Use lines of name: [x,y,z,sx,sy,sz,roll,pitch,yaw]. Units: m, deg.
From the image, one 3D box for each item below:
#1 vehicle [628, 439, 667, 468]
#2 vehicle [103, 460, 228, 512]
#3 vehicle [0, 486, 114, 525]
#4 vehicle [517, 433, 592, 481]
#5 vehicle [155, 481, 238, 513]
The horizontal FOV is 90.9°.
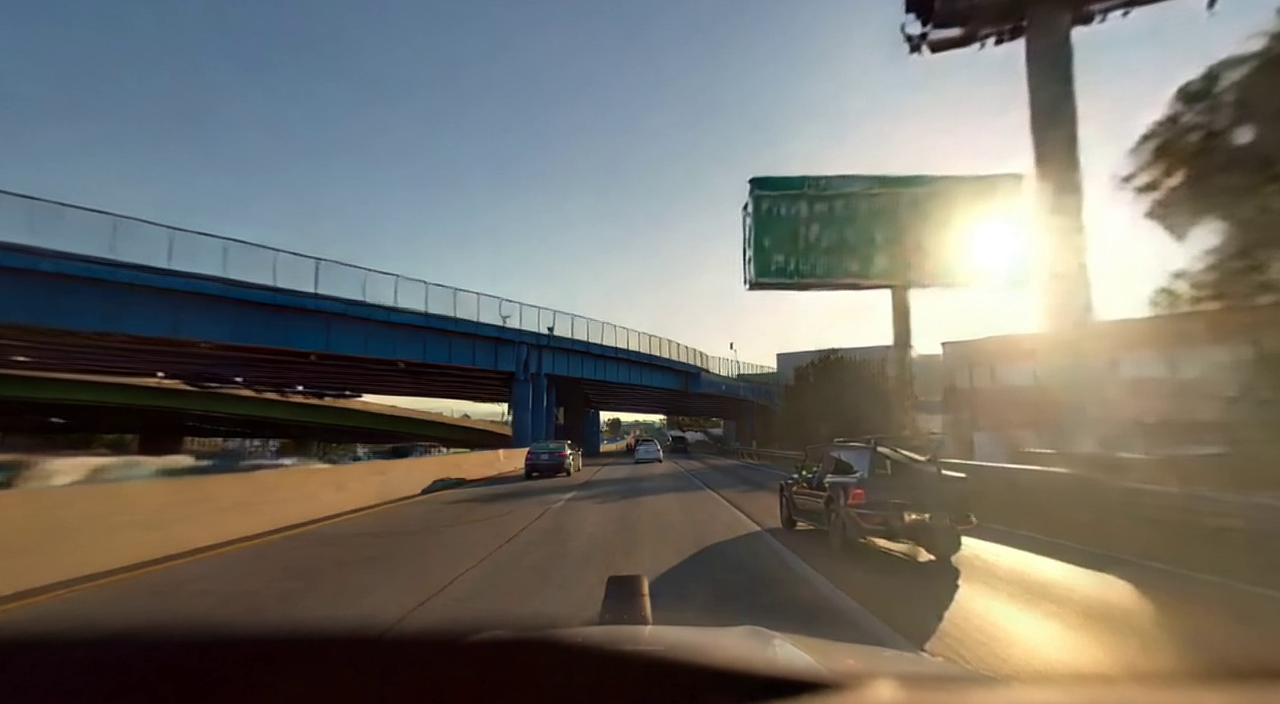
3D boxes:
vehicle: [0.363,5.211,32.678,1.877,1.386,3.872,0,-8,0]
vehicle: [-35.250,9.942,47.422,2.842,3.235,8.652,-5,-10,-1]
vehicle: [-31.883,8.379,34.666,2.059,1.636,4.402,0,-8,1]
vehicle: [-3.034,3.821,23.207,2.064,1.589,4.213,0,-8,2]
vehicle: [-28.145,9.177,40.230,1.915,1.619,4.587,0,-8,1]
